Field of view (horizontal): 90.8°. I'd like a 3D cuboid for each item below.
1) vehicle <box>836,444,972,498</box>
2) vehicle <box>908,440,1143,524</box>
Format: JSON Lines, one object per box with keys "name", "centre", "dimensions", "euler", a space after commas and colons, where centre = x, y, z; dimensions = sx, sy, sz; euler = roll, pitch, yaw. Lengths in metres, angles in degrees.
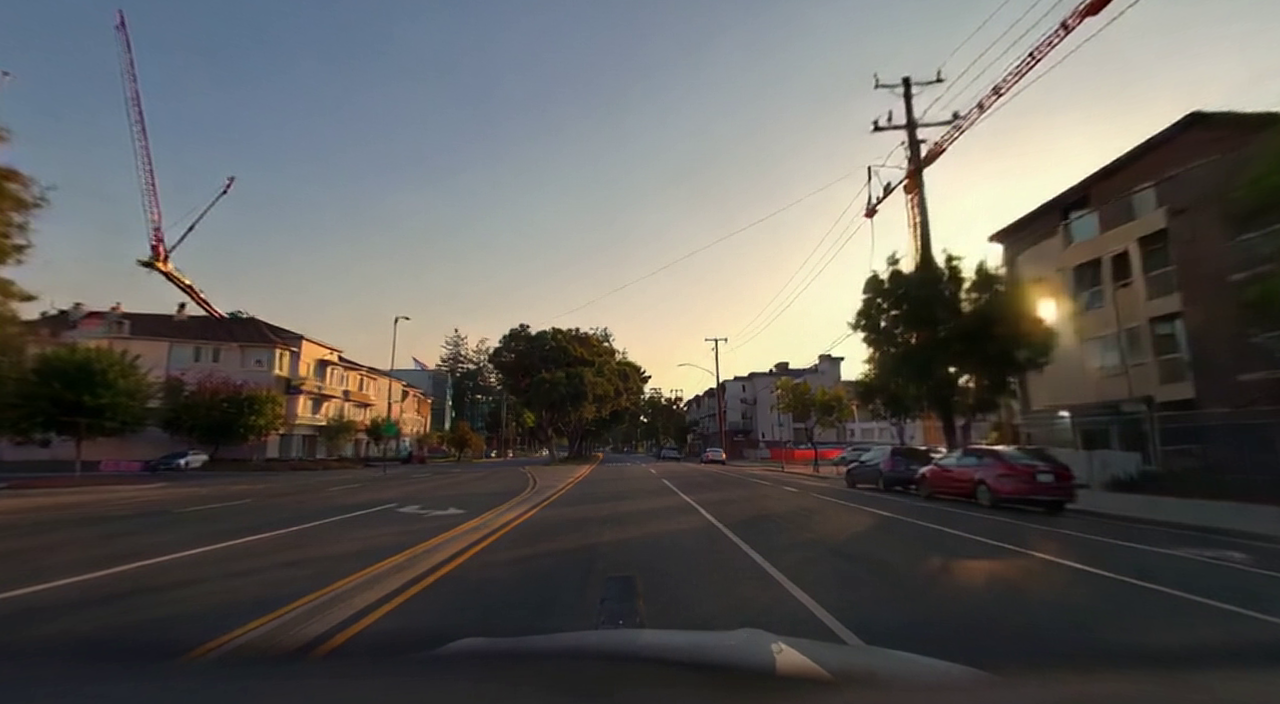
{"name": "vehicle", "centre": [7.849, 3.545, 19.362], "dimensions": [2.079, 1.442, 4.406], "euler": [0, -9, -3]}
{"name": "vehicle", "centre": [7.898, 2.669, 13.661], "dimensions": [1.946, 1.472, 4.753], "euler": [0, -9, -2]}
